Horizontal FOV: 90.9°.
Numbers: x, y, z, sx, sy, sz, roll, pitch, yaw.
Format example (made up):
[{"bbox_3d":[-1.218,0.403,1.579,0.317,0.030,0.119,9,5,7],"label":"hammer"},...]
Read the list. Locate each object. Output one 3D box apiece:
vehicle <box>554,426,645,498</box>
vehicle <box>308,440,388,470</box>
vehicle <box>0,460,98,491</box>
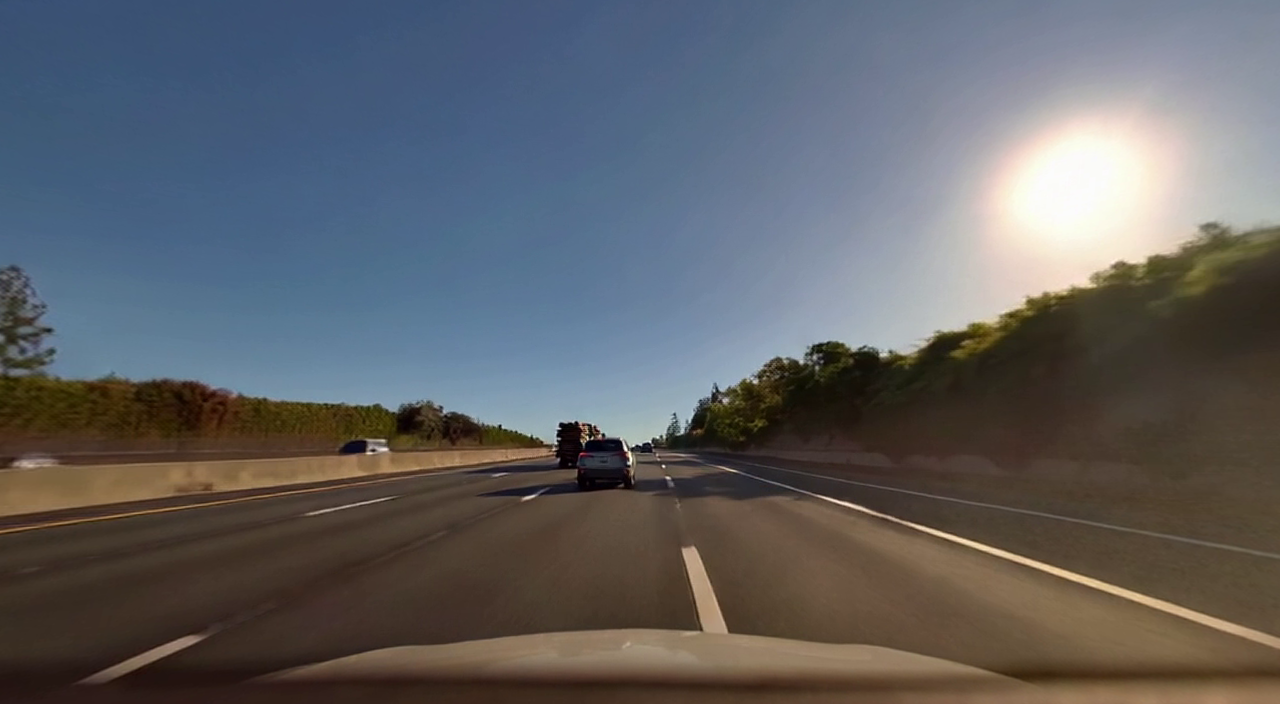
[{"bbox_3d":[-0.998,3.059,17.910,2.114,1.787,4.365,-1,-8,2],"label":"vehicle"},{"bbox_3d":[-17.886,6.320,39.007,2.144,1.686,5.596,0,-8,2],"label":"vehicle"},{"bbox_3d":[-32.464,6.691,34.357,1.738,1.450,4.485,0,-8,1],"label":"vehicle"}]
